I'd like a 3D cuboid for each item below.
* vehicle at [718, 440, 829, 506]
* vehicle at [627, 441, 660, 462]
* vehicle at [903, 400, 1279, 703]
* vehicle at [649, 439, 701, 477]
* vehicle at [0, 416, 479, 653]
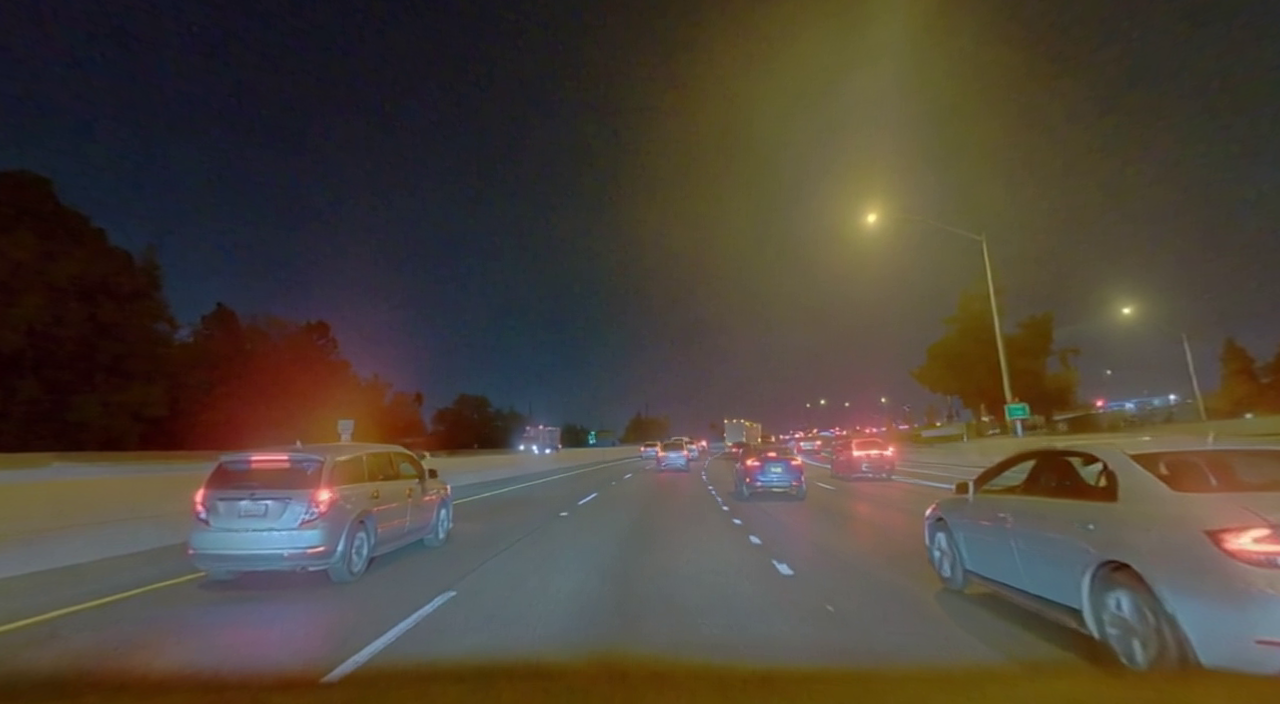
[{"bbox_3d":[3.335,3.130,16.698,2.009,1.489,4.559,0,-9,1],"label":"vehicle"},{"bbox_3d":[0.293,7.713,48.748,2.059,1.516,4.236,-1,-9,7],"label":"vehicle"},{"bbox_3d":[3.410,1.093,3.399,2.014,1.489,4.696,0,-9,1],"label":"vehicle"},{"bbox_3d":[1.612,4.826,28.811,2.201,1.614,3.803,-1,-9,3],"label":"vehicle"},{"bbox_3d":[-3.260,1.568,6.503,1.937,1.558,4.469,0,-9,1],"label":"vehicle"}]
